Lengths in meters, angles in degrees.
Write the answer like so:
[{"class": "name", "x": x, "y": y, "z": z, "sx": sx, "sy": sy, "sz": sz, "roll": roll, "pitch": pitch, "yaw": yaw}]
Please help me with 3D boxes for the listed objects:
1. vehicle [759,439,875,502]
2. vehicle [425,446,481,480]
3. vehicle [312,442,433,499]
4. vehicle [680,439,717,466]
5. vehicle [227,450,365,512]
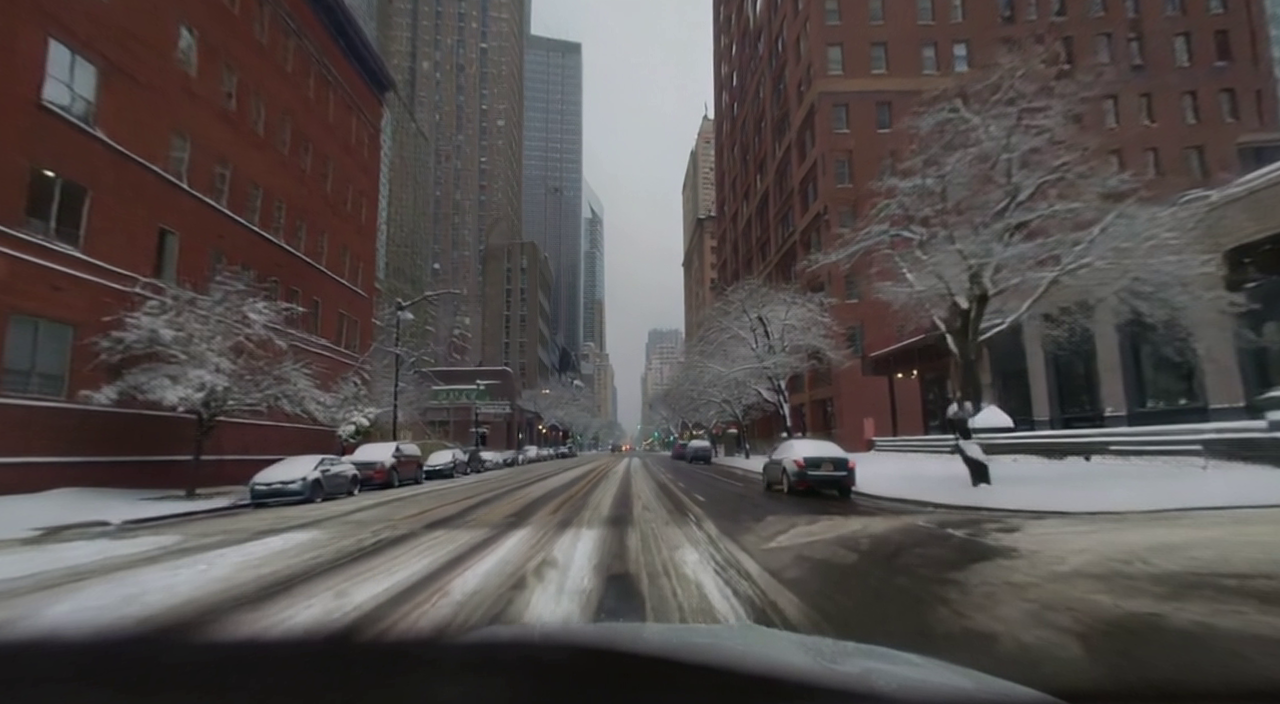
[{"class": "vehicle", "x": 4.821, "y": 3.281, "z": 17.942, "sx": 1.929, "sy": 1.522, "sz": 4.543, "roll": 0, "pitch": -8, "yaw": 0}, {"class": "vehicle", "x": -11.517, "y": 6.816, "z": 39.298, "sx": 1.970, "sy": 1.828, "sz": 5.519, "roll": -3, "pitch": -8, "yaw": -2}, {"class": "vehicle", "x": -11.045, "y": 4.881, "z": 26.755, "sx": 2.574, "sy": 1.922, "sz": 6.292, "roll": -4, "pitch": -8, "yaw": -2}, {"class": "vehicle", "x": 4.394, "y": 7.663, "z": 48.445, "sx": 2.237, "sy": 1.908, "sz": 5.320, "roll": 0, "pitch": -8, "yaw": -1}, {"class": "vehicle", "x": -11.162, "y": 4.163, "z": 20.974, "sx": 1.992, "sy": 1.629, "sz": 4.773, "roll": -4, "pitch": -8, "yaw": -1}]
